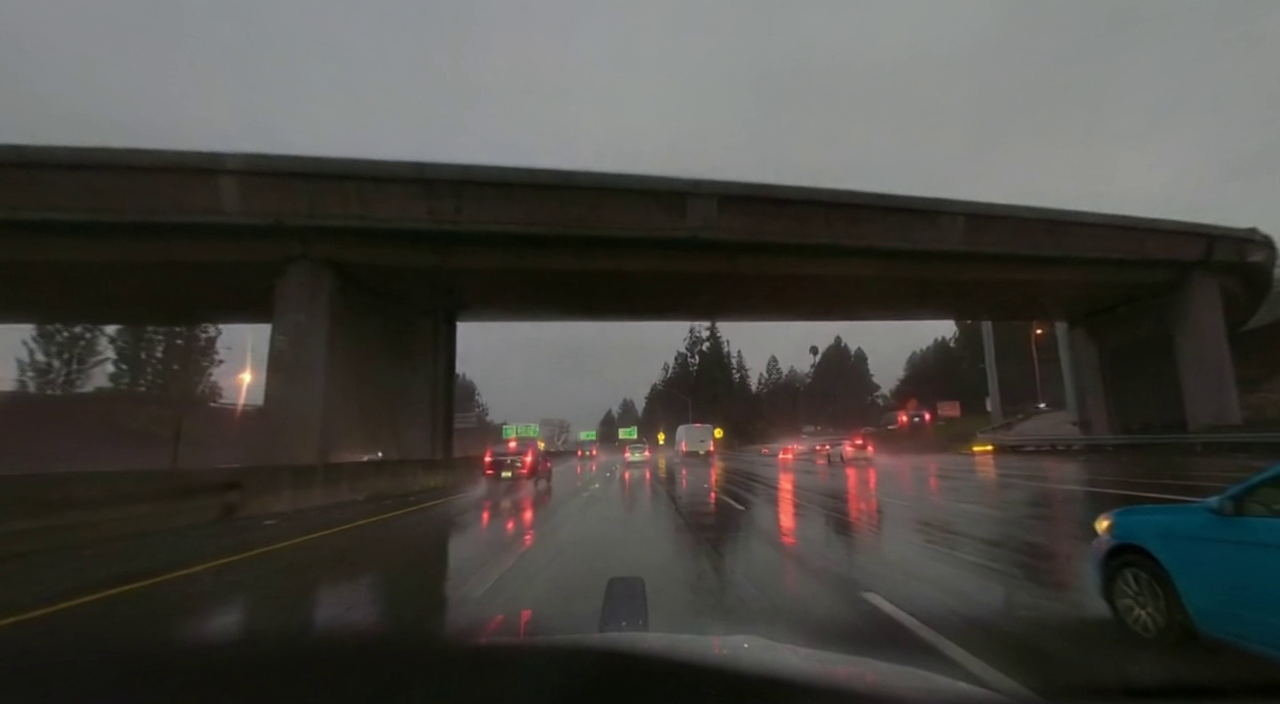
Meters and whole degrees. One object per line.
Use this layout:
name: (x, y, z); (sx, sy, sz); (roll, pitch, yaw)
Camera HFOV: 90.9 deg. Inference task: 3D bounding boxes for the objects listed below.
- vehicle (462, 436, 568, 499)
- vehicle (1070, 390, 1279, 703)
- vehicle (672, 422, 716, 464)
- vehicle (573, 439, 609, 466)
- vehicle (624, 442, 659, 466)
vehicle: (-3.375, 3.210, 17.888); (2.137, 1.562, 3.926); (0, -8, 1)
vehicle: (3.886, 0.806, 1.829); (2.085, 1.558, 4.466); (0, -8, 0)
vehicle: (3.809, 6.620, 45.809); (2.436, 2.745, 6.607); (0, -8, -1)
vehicle: (-3.309, 6.860, 43.296); (2.078, 1.706, 4.298); (0, -8, 1)
vehicle: (0.064, 6.641, 41.213); (2.174, 1.467, 4.005); (0, -8, 0)
